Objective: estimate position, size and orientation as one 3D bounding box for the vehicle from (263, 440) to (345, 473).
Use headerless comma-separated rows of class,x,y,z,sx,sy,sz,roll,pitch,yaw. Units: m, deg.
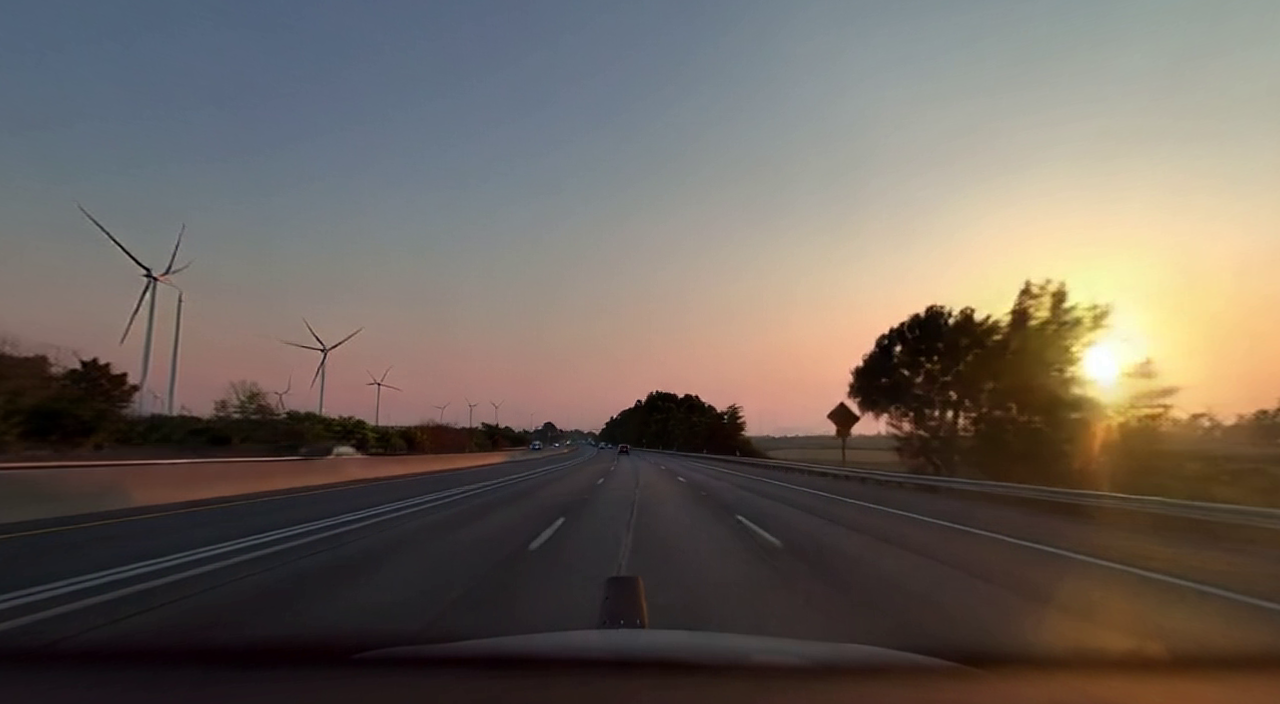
vehicle,-16.714,5.220,31.637,1.887,1.505,4.059,0,-9,0
